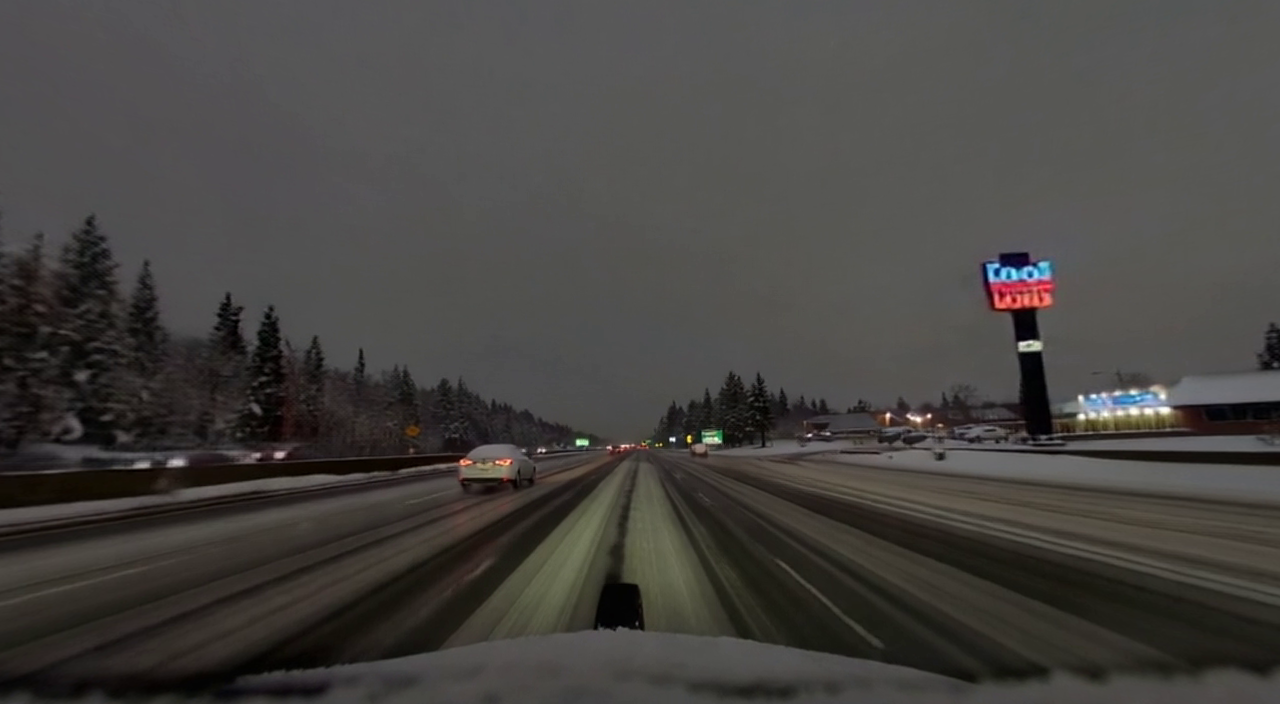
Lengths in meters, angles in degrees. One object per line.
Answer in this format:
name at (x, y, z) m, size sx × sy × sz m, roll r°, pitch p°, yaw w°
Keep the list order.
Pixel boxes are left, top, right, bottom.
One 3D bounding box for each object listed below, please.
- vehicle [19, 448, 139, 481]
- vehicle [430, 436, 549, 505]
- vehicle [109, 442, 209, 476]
vehicle at (-26.321, 5.259, 29.822) m, size 2.068 × 1.429 × 3.894 m, roll 0°, pitch -9°, yaw 0°
vehicle at (-3.658, 2.962, 16.203) m, size 1.939 × 1.508 × 4.272 m, roll 0°, pitch -9°, yaw 1°
vehicle at (-22.663, 5.023, 29.922) m, size 1.806 × 1.480 × 3.620 m, roll 0°, pitch -9°, yaw 1°
